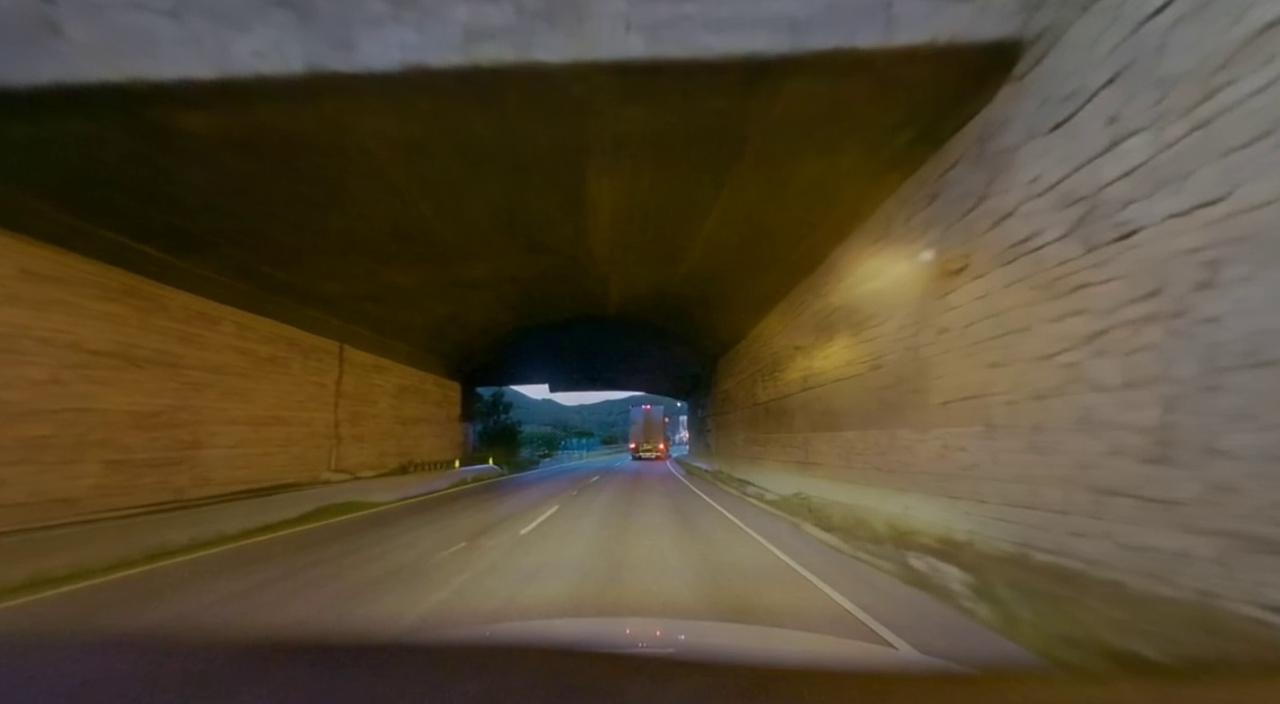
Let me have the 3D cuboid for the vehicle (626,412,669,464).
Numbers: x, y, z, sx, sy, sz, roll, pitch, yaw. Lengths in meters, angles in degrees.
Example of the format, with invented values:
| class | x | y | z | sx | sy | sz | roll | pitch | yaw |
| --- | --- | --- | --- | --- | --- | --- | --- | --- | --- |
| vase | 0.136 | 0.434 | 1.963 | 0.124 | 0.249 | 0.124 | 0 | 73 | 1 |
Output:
| class | x | y | z | sx | sy | sz | roll | pitch | yaw |
| --- | --- | --- | --- | --- | --- | --- | --- | --- | --- |
| vehicle | 0.761 | 6.676 | 48.374 | 2.915 | 3.468 | 11.233 | -1 | -9 | 2 |
